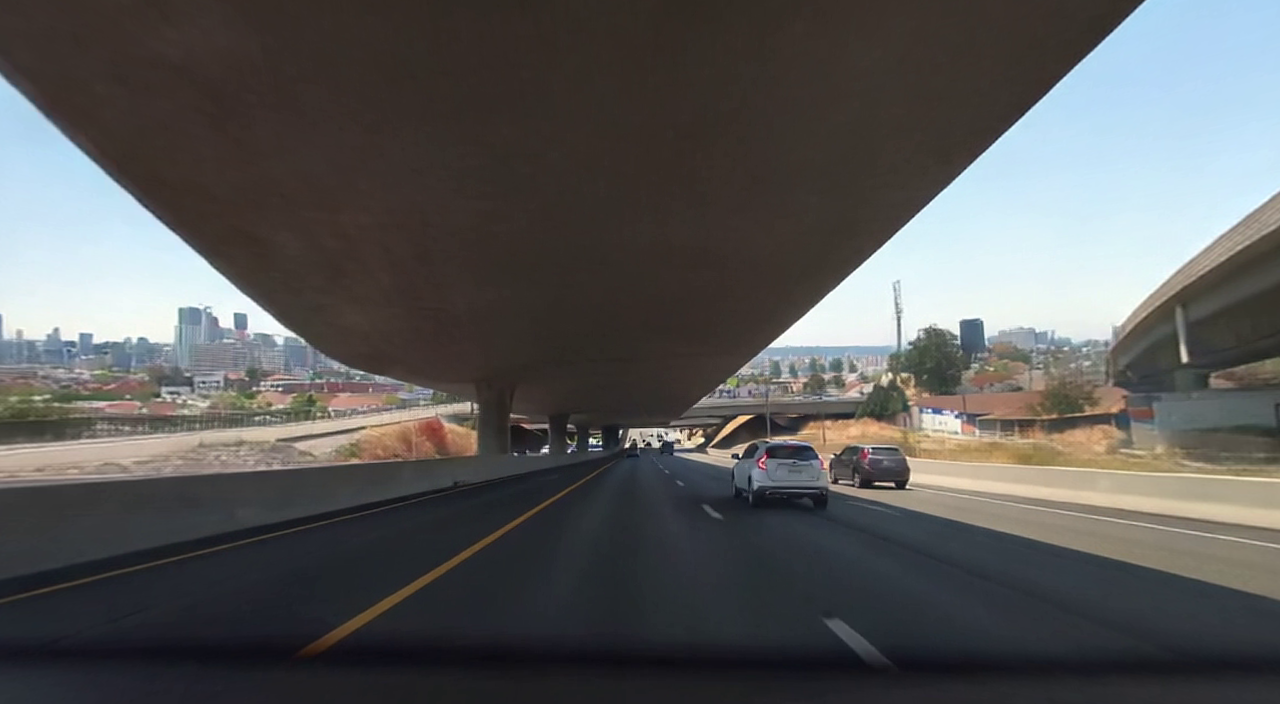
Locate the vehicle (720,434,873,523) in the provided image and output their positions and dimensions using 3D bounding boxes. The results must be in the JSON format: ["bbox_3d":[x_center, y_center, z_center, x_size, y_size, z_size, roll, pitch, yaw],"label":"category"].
[{"bbox_3d":[3.041,2.570,13.444,1.982,1.533,4.612,0,-8,-1],"label":"vehicle"}]

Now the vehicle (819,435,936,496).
[{"bbox_3d":[6.841,3.295,18.685,1.856,1.592,3.920,0,-8,-1],"label":"vehicle"}]
